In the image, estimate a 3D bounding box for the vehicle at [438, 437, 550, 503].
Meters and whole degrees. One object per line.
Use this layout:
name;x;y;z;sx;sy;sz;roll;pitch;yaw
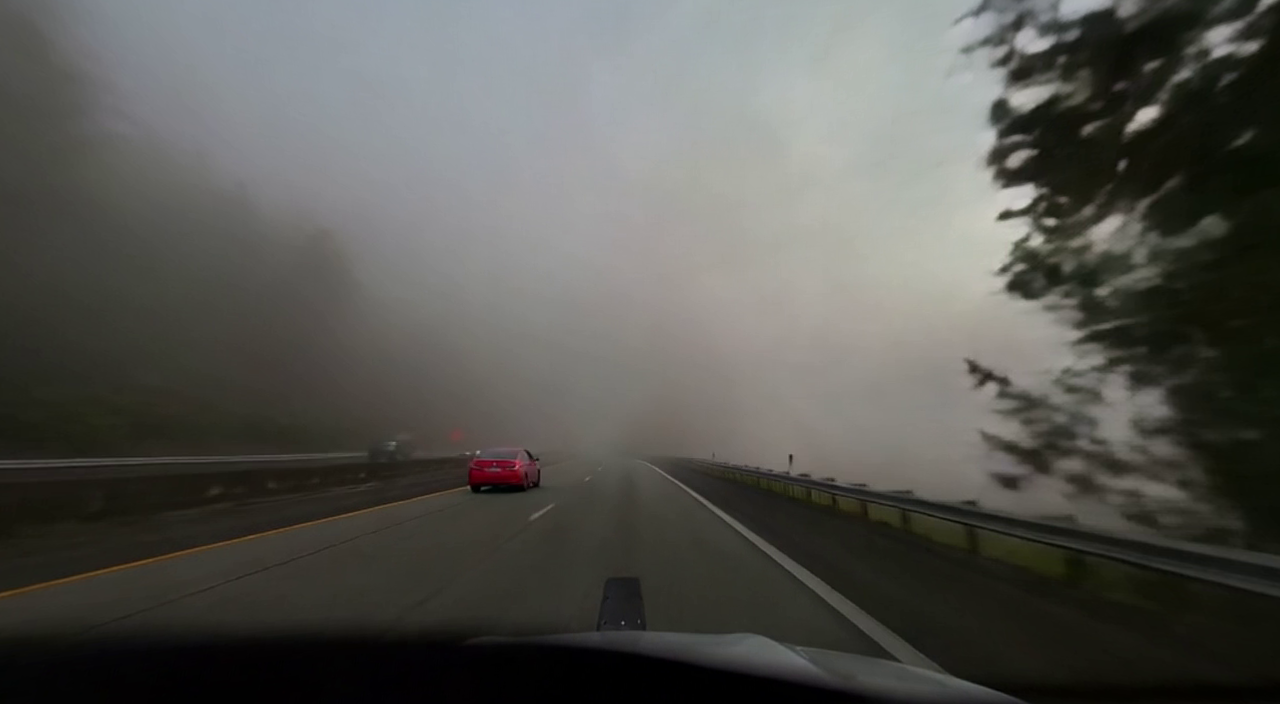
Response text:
vehicle;-3.693;3.062;16.703;1.990;1.532;3.911;0;-9;0

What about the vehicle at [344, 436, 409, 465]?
vehicle;-16.101;6.066;38.778;2.094;1.604;4.645;0;-9;-1
